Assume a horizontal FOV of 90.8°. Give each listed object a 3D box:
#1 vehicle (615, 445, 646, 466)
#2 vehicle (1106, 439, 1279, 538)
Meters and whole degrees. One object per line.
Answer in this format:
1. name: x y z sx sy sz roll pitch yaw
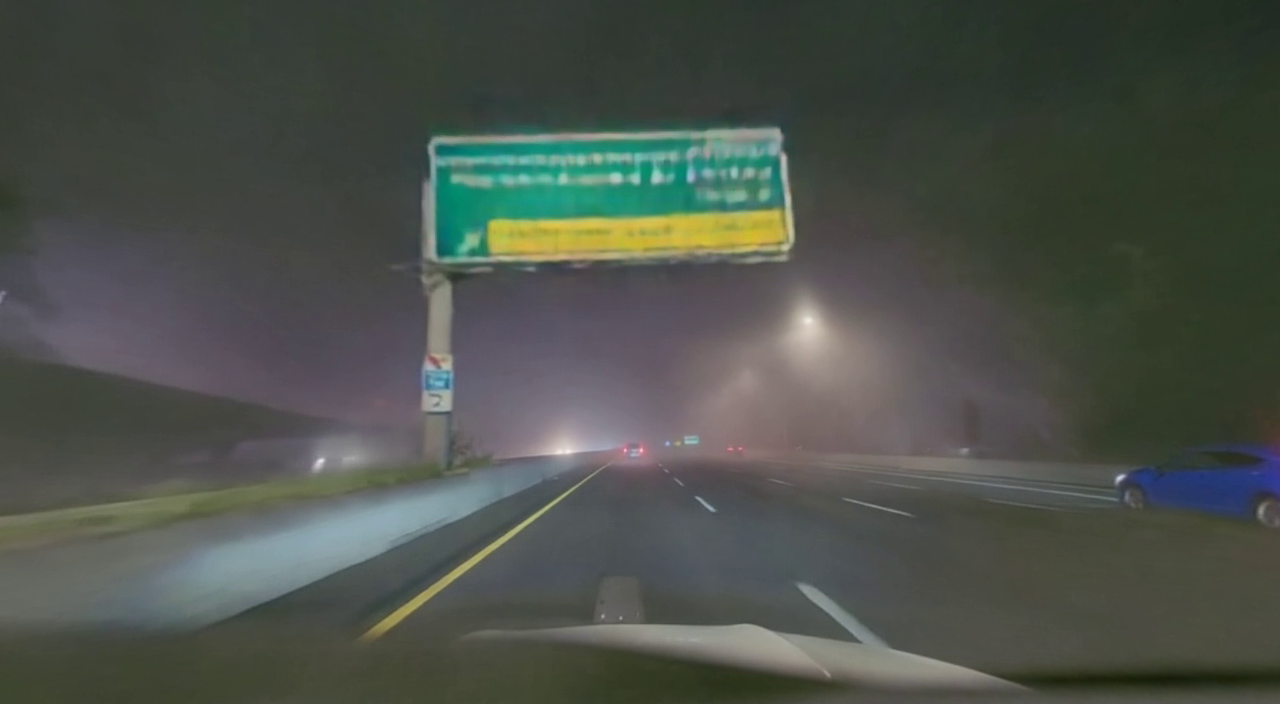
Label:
1. vehicle: -0.607 7.007 42.855 2.004 1.259 3.781 0 -8 0
2. vehicle: 10.719 2.234 10.701 2.024 1.481 4.747 0 -8 0
